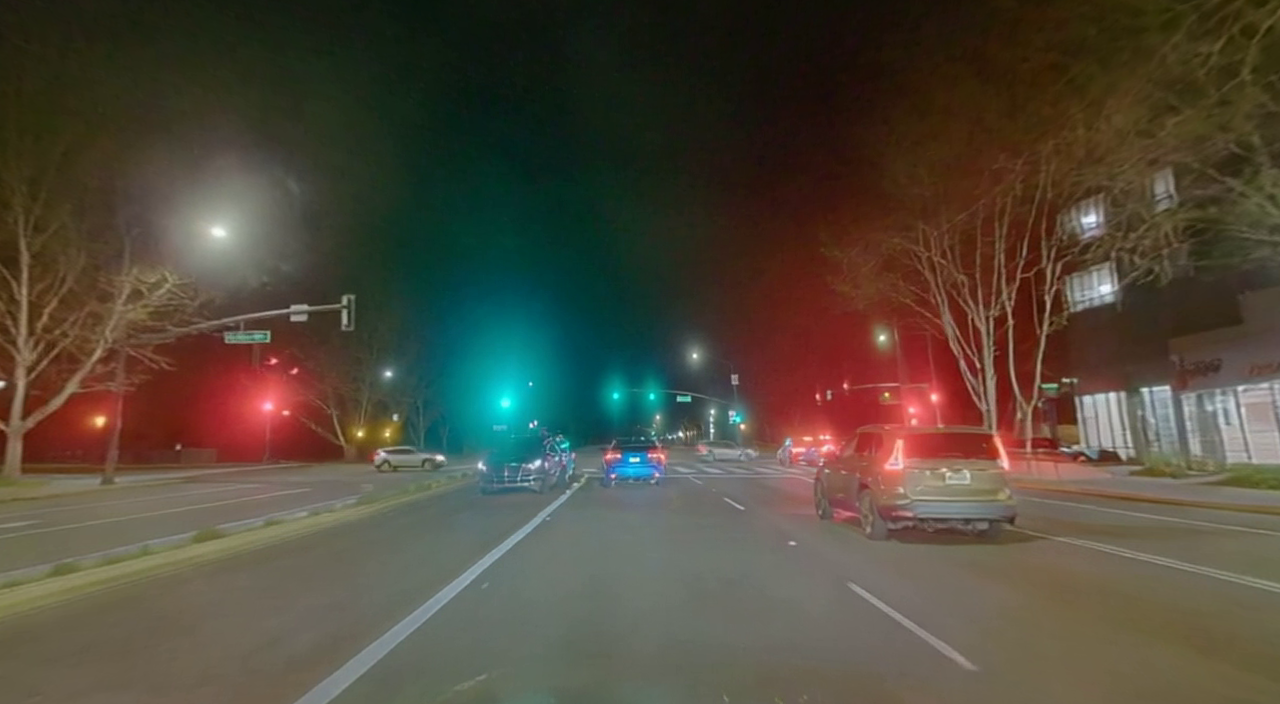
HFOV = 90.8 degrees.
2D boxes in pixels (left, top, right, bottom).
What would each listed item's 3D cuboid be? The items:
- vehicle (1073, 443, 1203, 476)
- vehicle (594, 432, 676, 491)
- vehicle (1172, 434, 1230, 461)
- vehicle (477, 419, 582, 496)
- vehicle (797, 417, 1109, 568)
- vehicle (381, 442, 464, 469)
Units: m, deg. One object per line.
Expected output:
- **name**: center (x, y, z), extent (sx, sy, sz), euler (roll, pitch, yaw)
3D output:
- **vehicle**: center (23.108, 4.982, 29.443), extent (4.368, 1.448, 1.876), euler (-1, -8, 2)
- **vehicle**: center (-0.139, 3.086, 18.140), extent (2.097, 1.480, 4.006), euler (0, -8, 0)
- **vehicle**: center (33.591, 5.737, 37.897), extent (2.099, 1.506, 3.818), euler (-6, -10, 35)
- **vehicle**: center (-2.853, 2.872, 17.541), extent (2.064, 1.825, 4.760), euler (0, -8, 0)
- **vehicle**: center (3.663, 1.720, 8.520), extent (1.861, 1.473, 4.393), euler (0, -8, -2)
- **vehicle**: center (-13.486, 6.425, 39.288), extent (4.561, 1.588, 1.832), euler (4, -10, -29)
